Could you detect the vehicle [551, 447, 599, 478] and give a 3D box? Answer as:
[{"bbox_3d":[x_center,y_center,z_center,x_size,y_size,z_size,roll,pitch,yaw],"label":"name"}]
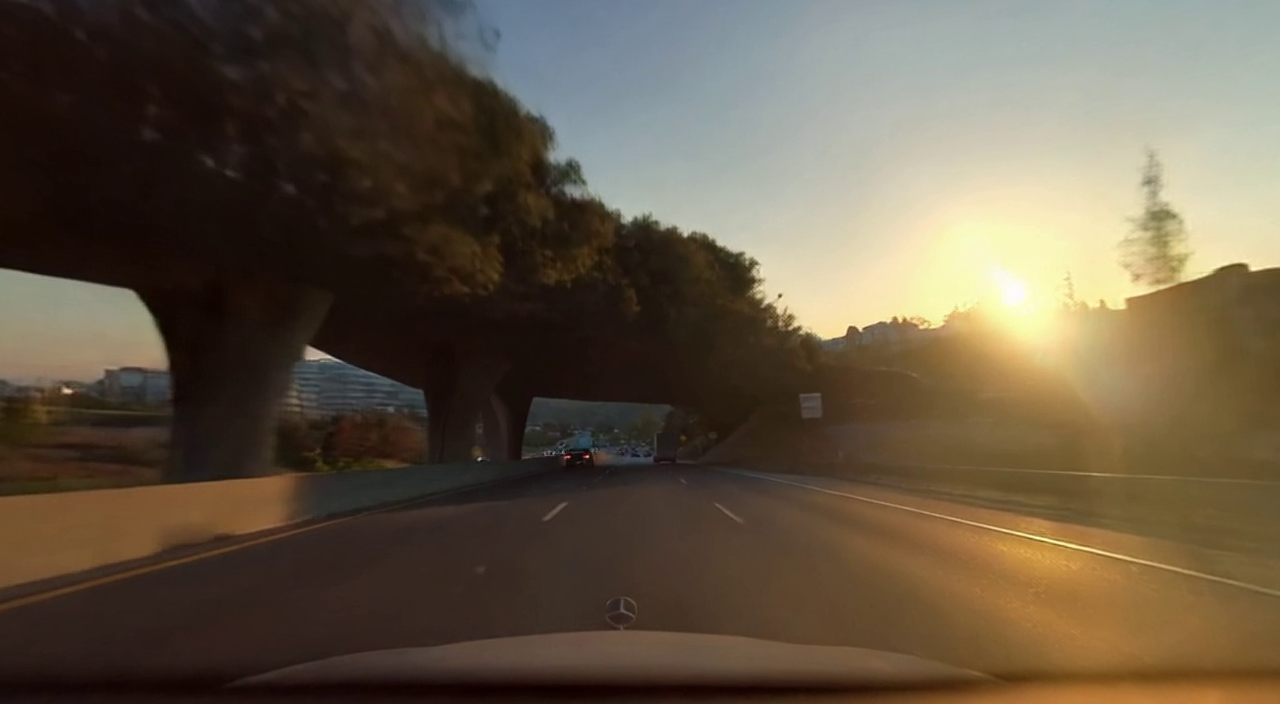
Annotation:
[{"bbox_3d":[-3.326,5.734,32.870,2.100,1.525,4.179,0,-9,0],"label":"vehicle"}]
